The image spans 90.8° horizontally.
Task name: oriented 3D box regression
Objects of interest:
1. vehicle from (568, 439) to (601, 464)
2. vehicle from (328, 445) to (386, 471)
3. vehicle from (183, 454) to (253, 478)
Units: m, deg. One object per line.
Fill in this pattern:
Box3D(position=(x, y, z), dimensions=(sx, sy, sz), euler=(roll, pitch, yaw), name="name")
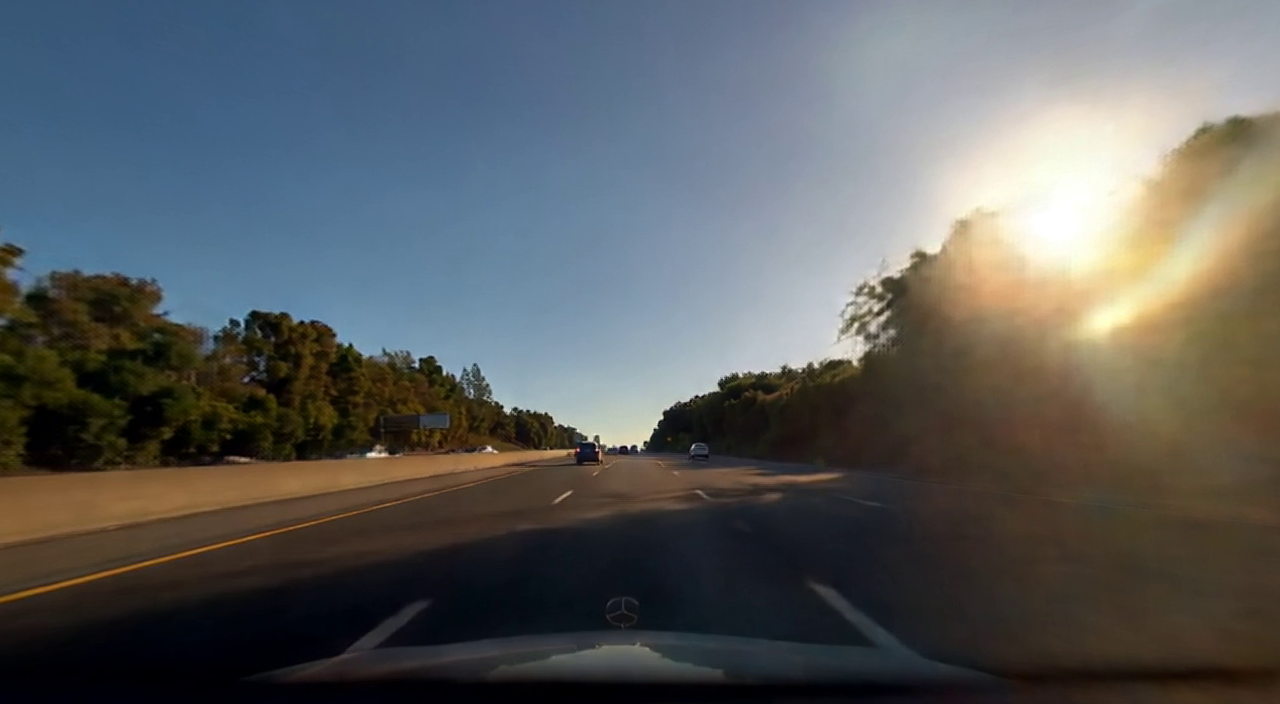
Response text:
Box3D(position=(-4.098, 7.458, 47.292), dimensions=(2.114, 1.774, 4.427), euler=(0, -9, 0), name="vehicle")
Box3D(position=(-21.578, 8.065, 48.381), dimensions=(2.148, 1.872, 4.857), euler=(0, -9, 0), name="vehicle")
Box3D(position=(-28.936, 7.831, 43.487), dimensions=(1.828, 1.483, 4.344), euler=(0, -9, -1), name="vehicle")
